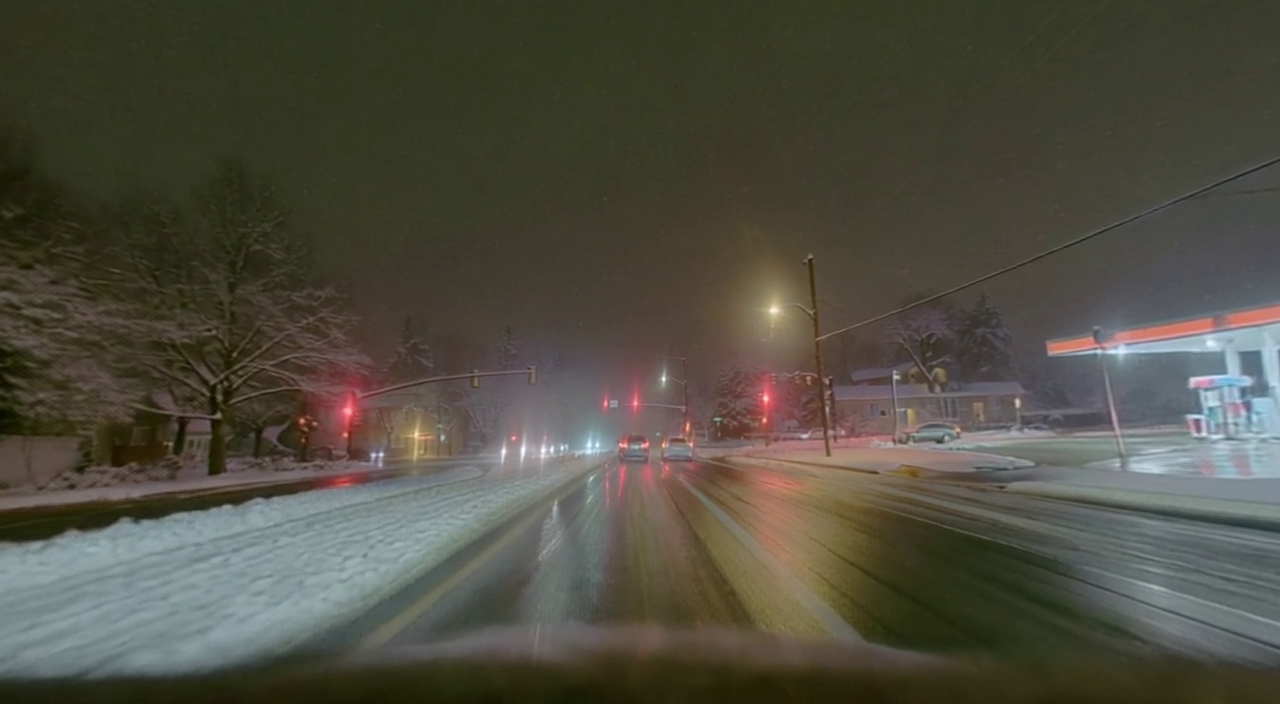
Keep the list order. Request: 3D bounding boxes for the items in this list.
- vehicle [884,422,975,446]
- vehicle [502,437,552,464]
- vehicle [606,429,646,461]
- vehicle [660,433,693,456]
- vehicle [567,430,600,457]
[{"bbox_3d":[18.001,5.114,39.266,4.660,1.462,2.034,0,-8,0],"label":"vehicle"},{"bbox_3d":[-6.357,5.594,35.977,2.033,1.442,4.668,0,-8,-1],"label":"vehicle"},{"bbox_3d":[-0.757,5.348,36.245,2.146,1.742,4.095,0,-8,0],"label":"vehicle"},{"bbox_3d":[2.721,7.018,47.884,2.103,1.647,4.318,0,-8,-2],"label":"vehicle"},{"bbox_3d":[-4.006,6.608,45.284,2.139,1.851,3.970,0,-8,-2],"label":"vehicle"}]
